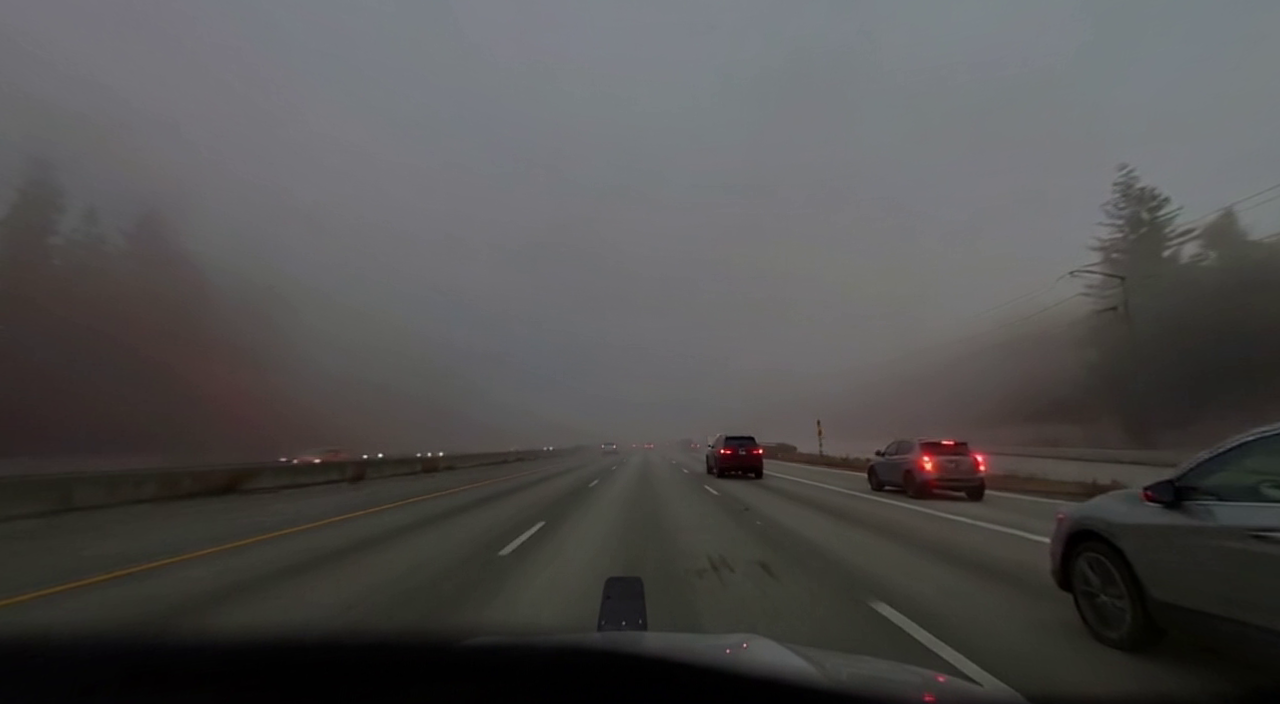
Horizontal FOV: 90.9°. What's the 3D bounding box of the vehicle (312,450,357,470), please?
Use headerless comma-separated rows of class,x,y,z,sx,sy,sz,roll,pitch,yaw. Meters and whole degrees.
vehicle,-22.246,7.864,46.082,1.538,1.364,3.395,0,-8,0

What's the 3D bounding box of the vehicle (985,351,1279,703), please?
vehicle,3.797,0.820,2.685,2.146,1.639,4.475,-1,-8,1

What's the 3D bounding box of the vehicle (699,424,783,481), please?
vehicle,3.887,4.020,25.439,2.442,2.022,5.466,0,-8,0

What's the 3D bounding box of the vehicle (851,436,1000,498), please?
vehicle,7.662,3.117,17.537,2.022,1.466,4.509,0,-8,0
